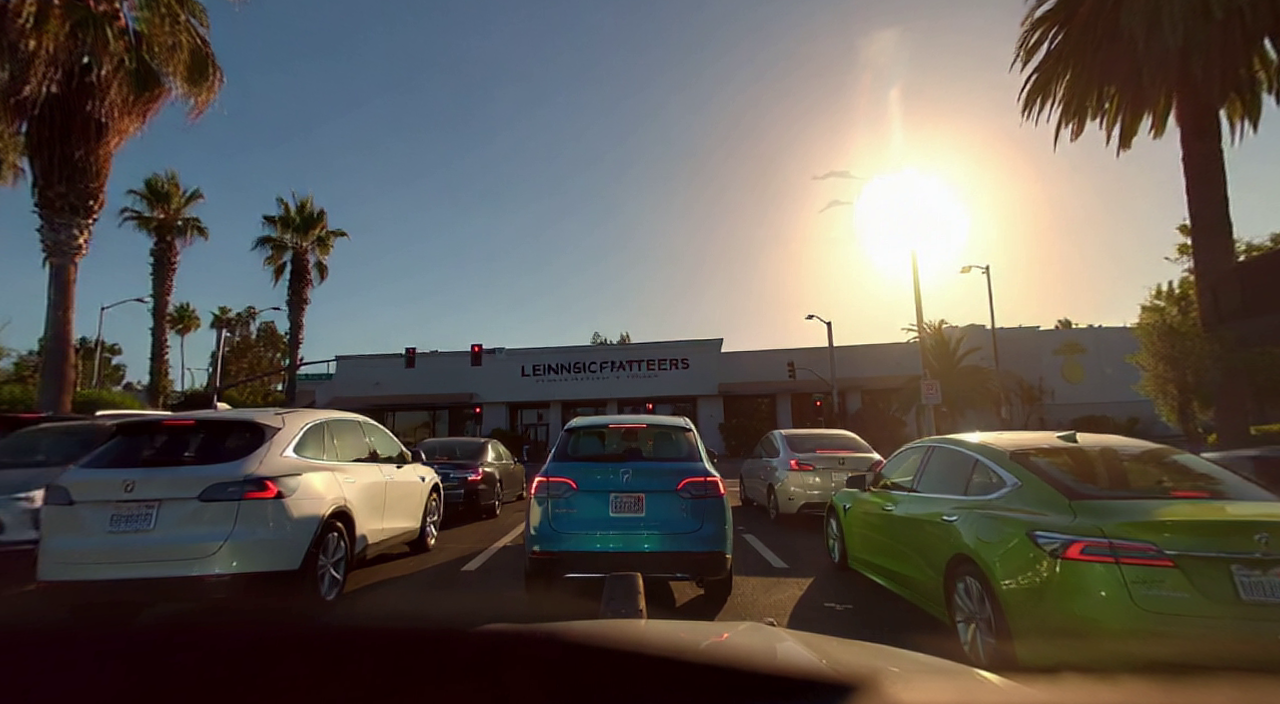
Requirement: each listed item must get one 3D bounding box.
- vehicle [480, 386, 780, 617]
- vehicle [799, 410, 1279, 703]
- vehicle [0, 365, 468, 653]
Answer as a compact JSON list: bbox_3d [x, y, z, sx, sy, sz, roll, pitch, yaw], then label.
[{"bbox_3d":[-0.130,1.457,7.060,2.280,1.747,4.361,0,-8,-2],"label":"vehicle"},{"bbox_3d":[2.967,1.362,5.249,2.017,1.491,4.611,0,-8,-1],"label":"vehicle"},{"bbox_3d":[-3.346,1.276,6.124,2.014,1.755,4.360,0,-8,1],"label":"vehicle"}]
